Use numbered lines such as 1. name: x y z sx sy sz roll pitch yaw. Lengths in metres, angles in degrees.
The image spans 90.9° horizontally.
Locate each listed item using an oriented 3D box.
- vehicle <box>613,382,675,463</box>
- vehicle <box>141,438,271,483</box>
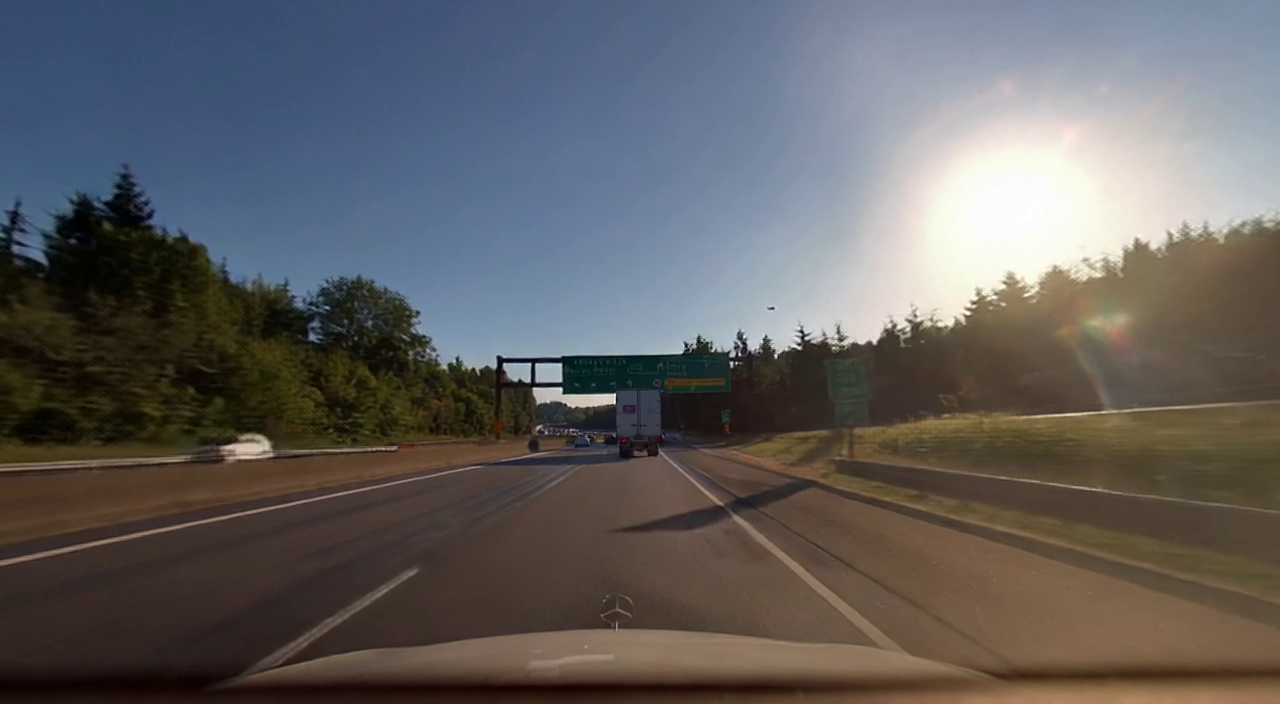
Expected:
1. vehicle: 0.114 3.838 33.385 2.855 3.741 8.587 0 -8 -1
2. vehicle: -17.770 4.426 26.137 2.091 1.672 4.610 0 -8 1
